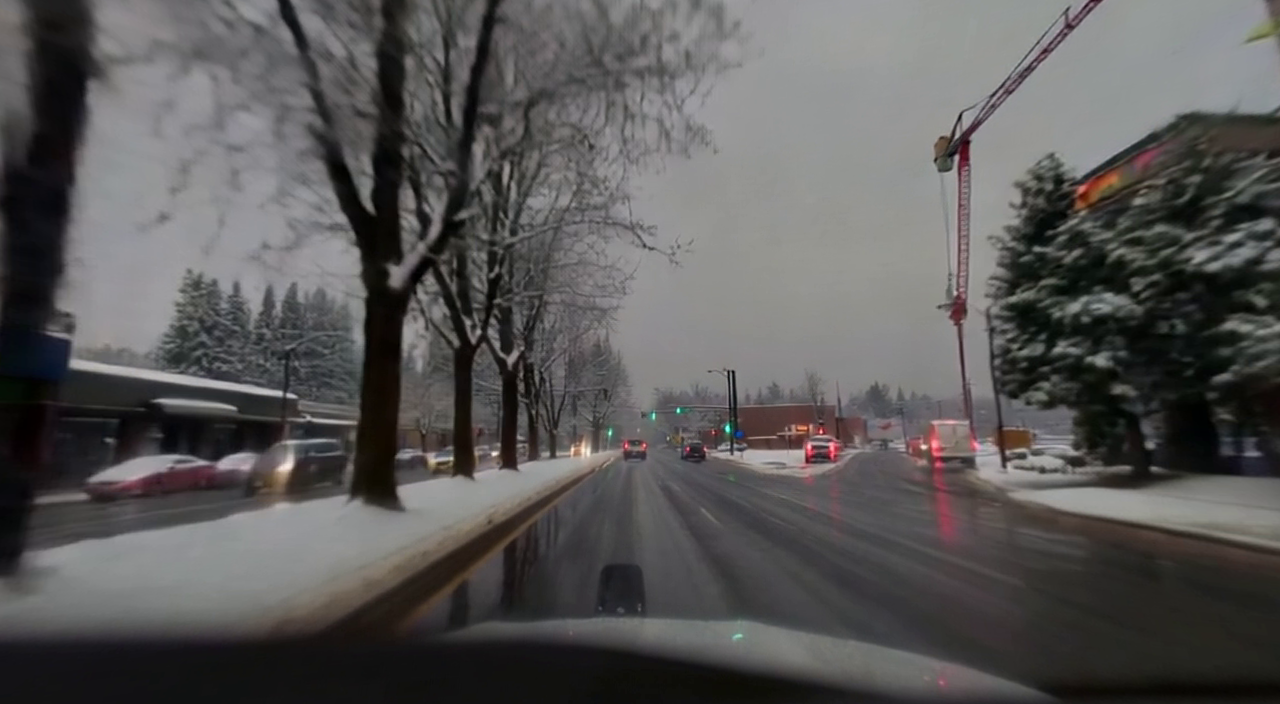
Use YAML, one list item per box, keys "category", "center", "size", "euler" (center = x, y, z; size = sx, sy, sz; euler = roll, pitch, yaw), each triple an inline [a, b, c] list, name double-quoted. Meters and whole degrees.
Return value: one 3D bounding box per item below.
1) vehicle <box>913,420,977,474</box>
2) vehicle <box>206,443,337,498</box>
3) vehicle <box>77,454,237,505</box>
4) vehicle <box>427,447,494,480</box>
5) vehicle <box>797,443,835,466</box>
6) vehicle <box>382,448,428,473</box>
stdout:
- category: "vehicle"
  center: [16.795, 5.254, 35.096]
  size: [2.311, 2.722, 5.823]
  euler: [-3, -9, 18]
- category: "vehicle"
  center: [-12.082, 3.868, 21.085]
  size: [1.883, 1.609, 4.102]
  euler: [0, -9, -1]
- category: "vehicle"
  center: [-16.376, 4.300, 21.829]
  size: [1.856, 1.496, 4.686]
  euler: [0, -9, -1]
- category: "vehicle"
  center: [-8.718, 5.423, 31.064]
  size: [1.960, 1.461, 4.433]
  euler: [0, -9, 0]
- category: "vehicle"
  center: [12.391, 7.161, 44.266]
  size: [1.961, 1.485, 4.762]
  euler: [-4, -9, 22]
- category: "vehicle"
  center: [-16.690, 7.683, 45.105]
  size: [1.808, 1.670, 3.937]
  euler: [0, -9, -1]
